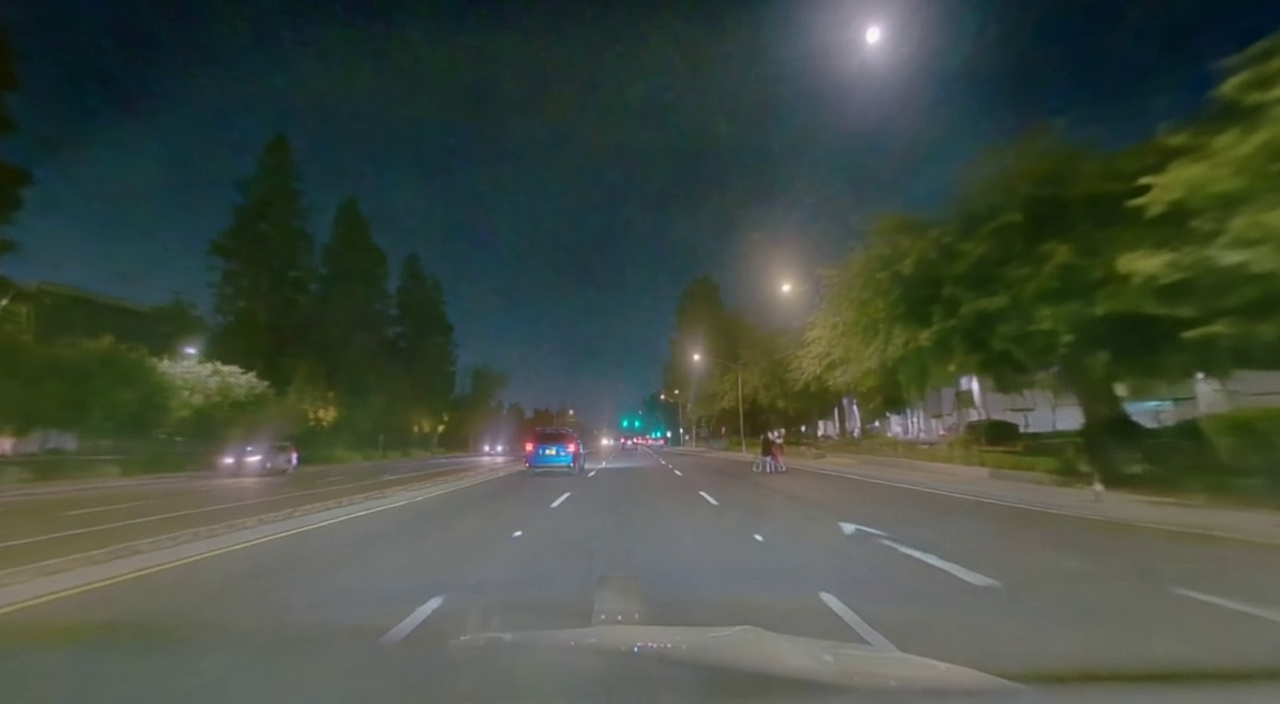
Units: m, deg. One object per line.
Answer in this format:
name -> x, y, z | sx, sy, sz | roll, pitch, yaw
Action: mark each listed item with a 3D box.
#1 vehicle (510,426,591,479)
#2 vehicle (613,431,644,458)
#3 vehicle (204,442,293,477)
vehicle -> -3.059, 3.567, 22.560 | 2.174, 1.703, 4.231 | 0, -9, 2
vehicle -> -0.847, 6.576, 44.871 | 2.077, 1.773, 4.257 | 0, -9, -1
vehicle -> -19.782, 5.428, 32.160 | 1.902, 1.625, 4.095 | 0, -9, 0
